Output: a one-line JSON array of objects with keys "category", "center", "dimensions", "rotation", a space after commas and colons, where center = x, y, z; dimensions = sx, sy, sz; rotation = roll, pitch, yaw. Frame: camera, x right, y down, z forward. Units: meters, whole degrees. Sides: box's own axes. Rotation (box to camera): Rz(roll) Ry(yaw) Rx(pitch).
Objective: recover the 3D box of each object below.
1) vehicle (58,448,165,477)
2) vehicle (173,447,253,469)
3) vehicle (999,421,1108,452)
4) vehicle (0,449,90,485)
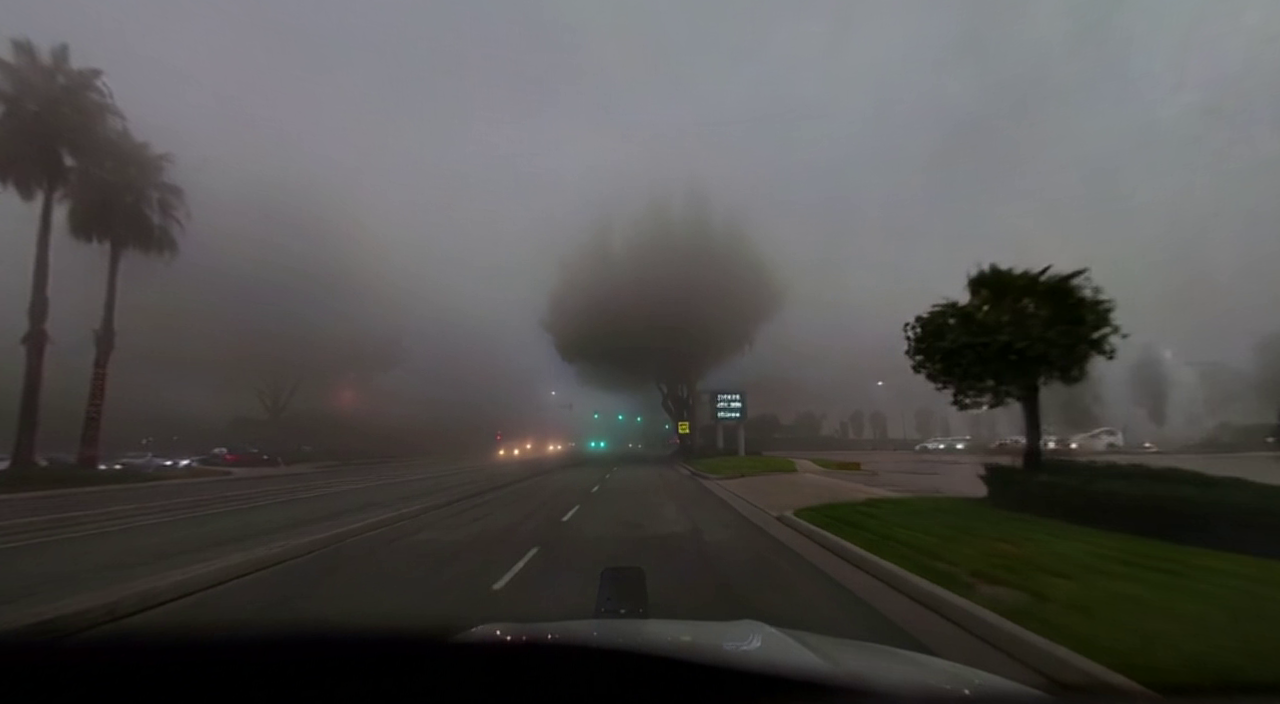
[{"category": "vehicle", "center": [-29.901, 6.258, 35.598], "dimensions": [4.310, 1.533, 1.917], "rotation": [0, -8, 1]}, {"category": "vehicle", "center": [-29.735, 7.378, 43.778], "dimensions": [4.133, 1.501, 1.876], "rotation": [0, -8, 0]}, {"category": "vehicle", "center": [25.157, 5.150, 38.317], "dimensions": [5.117, 1.813, 2.052], "rotation": [0, -8, 0]}, {"category": "vehicle", "center": [-29.601, 5.565, 30.231], "dimensions": [4.463, 1.497, 1.889], "rotation": [-4, -9, 0]}]
